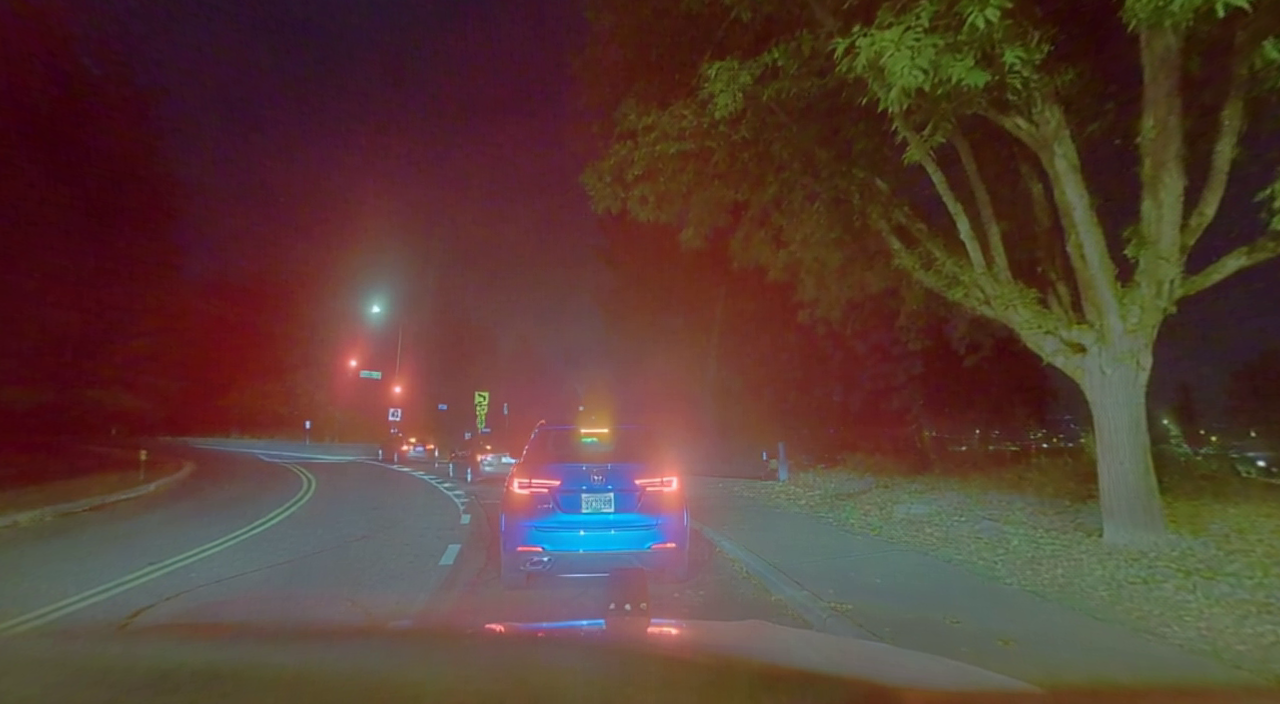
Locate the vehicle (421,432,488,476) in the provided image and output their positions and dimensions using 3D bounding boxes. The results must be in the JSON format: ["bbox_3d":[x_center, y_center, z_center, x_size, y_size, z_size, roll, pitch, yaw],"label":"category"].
[{"bbox_3d":[-7.286,3.923,24.490,1.902,1.536,3.662,4,-9,-25],"label":"vehicle"}]

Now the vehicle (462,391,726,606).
[{"bbox_3d":[-0.679,1.459,7.199,2.134,1.671,4.147,1,-8,-10],"label":"vehicle"}]
